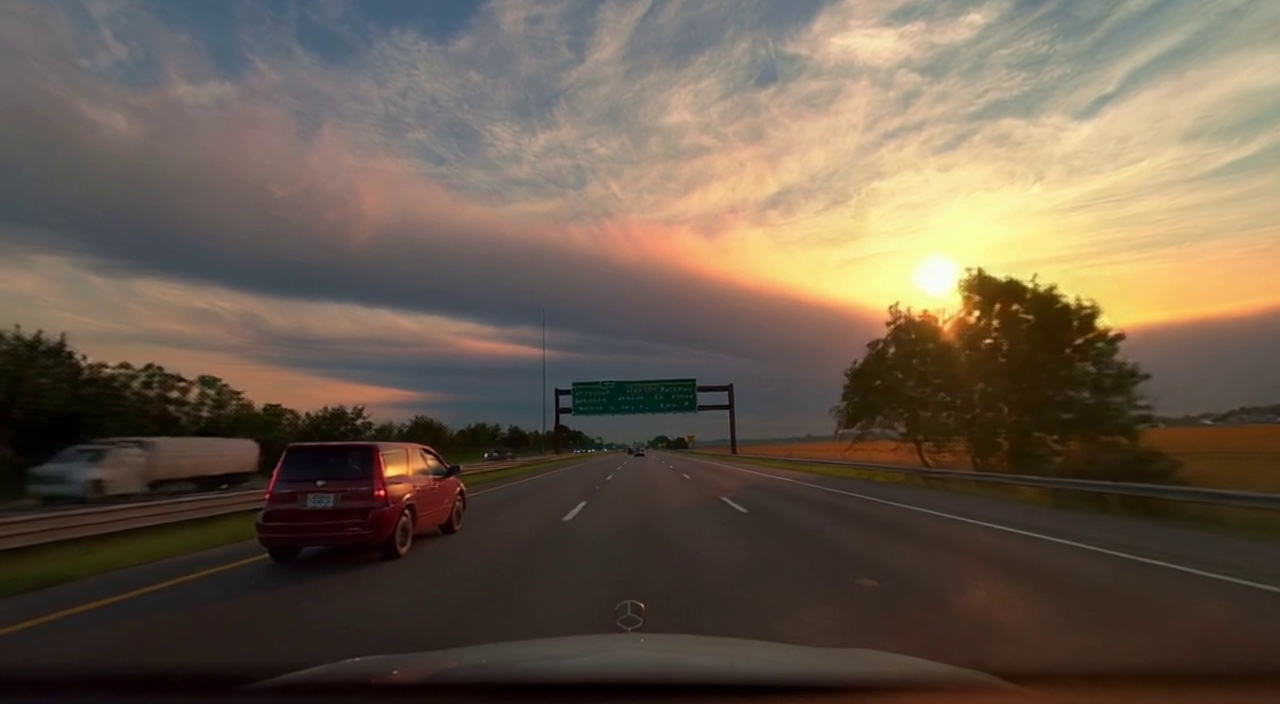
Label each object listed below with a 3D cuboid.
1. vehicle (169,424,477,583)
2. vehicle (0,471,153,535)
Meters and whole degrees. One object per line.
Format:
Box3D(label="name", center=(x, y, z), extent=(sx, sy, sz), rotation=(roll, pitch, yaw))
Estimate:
Box3D(label="vehicle", center=(-3.555, 1.764, 8.085), extent=(1.815, 1.500, 4.036), rotation=(0, -9, 0))
Box3D(label="vehicle", center=(-15.016, 3.633, 15.444), extent=(2.194, 1.224, 4.957), rotation=(0, -9, 0))
